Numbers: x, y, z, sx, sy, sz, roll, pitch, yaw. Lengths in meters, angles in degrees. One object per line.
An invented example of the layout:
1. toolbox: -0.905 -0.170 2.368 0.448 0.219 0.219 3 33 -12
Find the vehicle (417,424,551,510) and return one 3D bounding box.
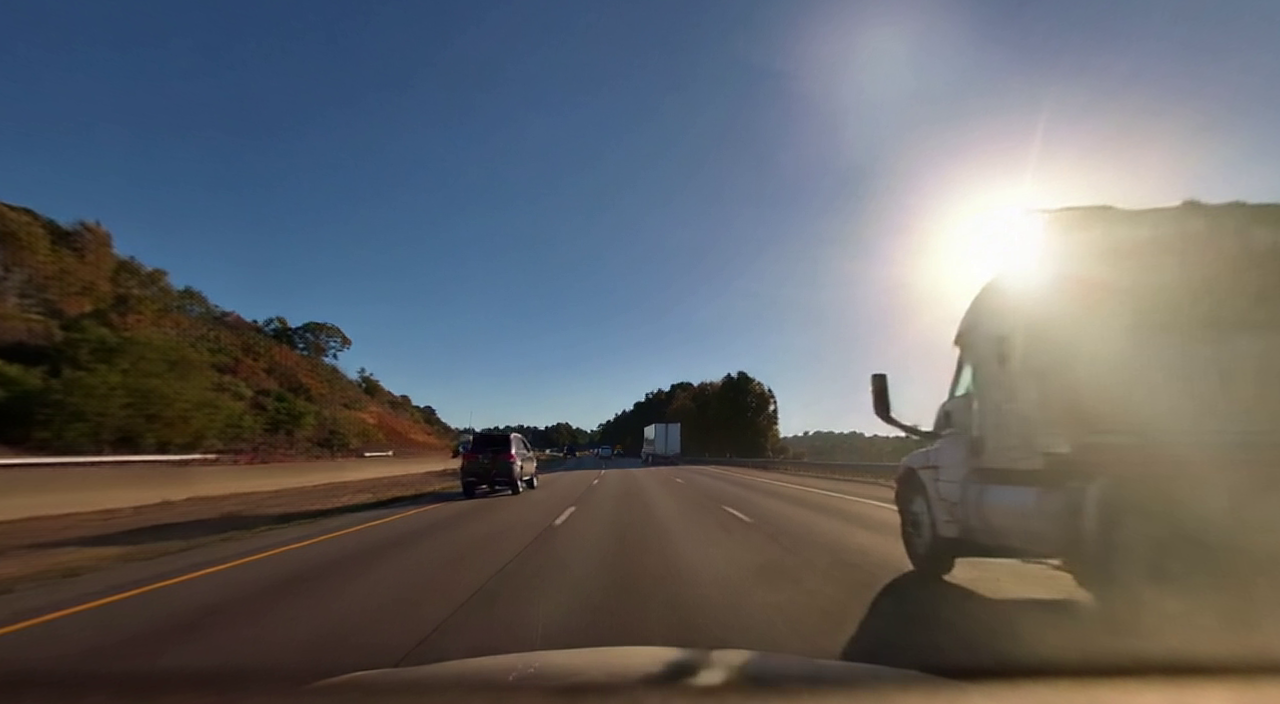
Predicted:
1. vehicle: -3.918 3.008 16.945 2.337 1.942 4.984 0 -9 -1

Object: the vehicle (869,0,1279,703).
1. vehicle: 4.297 -0.235 2.293 2.958 3.990 10.216 0 -9 0
